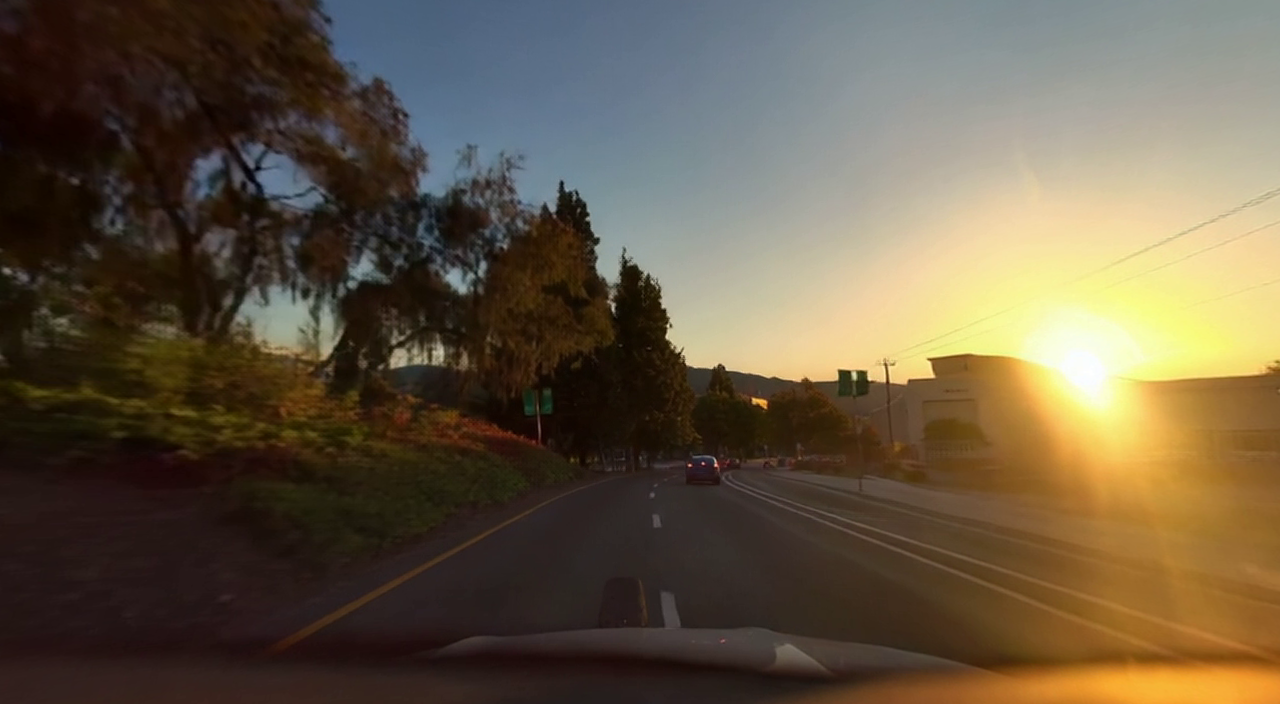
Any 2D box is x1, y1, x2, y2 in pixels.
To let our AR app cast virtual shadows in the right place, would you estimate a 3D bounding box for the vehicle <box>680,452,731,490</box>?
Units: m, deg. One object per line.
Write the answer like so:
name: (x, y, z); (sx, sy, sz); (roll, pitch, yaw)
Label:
vehicle: (2.806, 5.192, 27.797); (1.956, 1.473, 4.640); (-1, -9, 3)
